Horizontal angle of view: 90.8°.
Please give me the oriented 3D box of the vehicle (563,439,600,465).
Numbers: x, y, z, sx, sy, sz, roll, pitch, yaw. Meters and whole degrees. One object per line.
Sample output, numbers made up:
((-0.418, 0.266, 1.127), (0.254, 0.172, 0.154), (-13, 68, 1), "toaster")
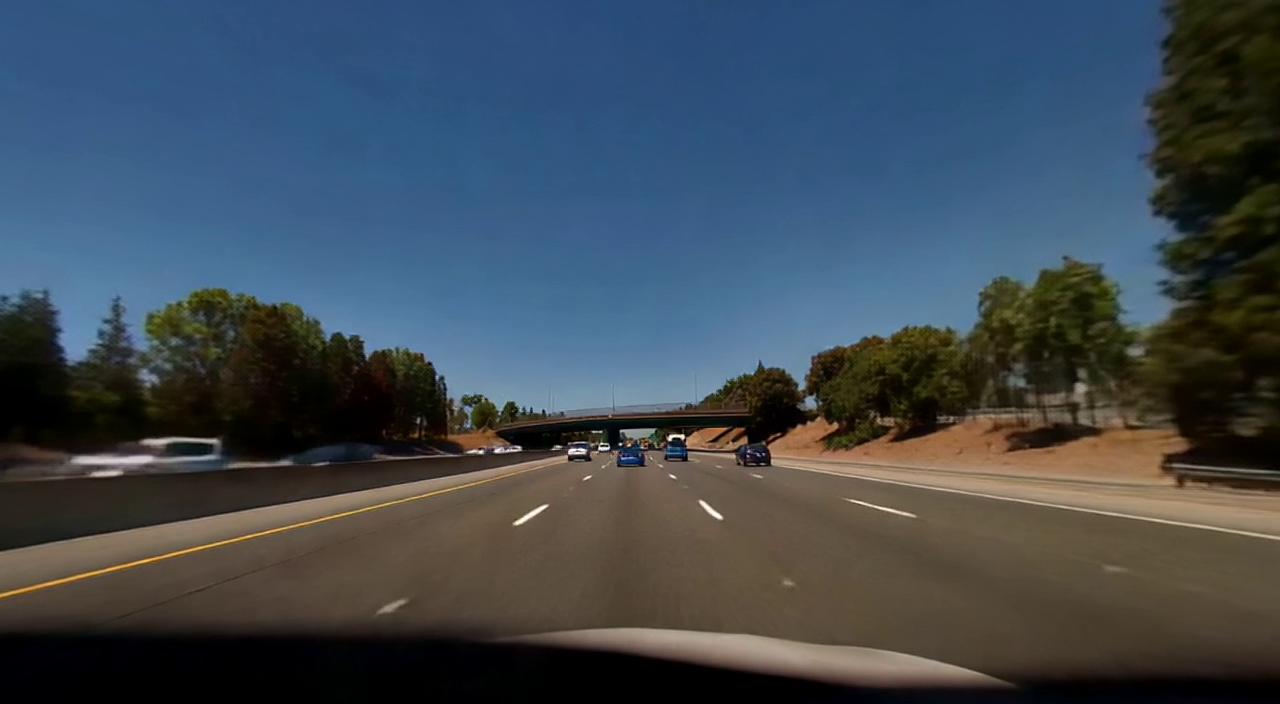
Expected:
((-4.079, 7.065, 44.823), (2.113, 1.756, 4.471), (0, -9, 1), "vehicle")

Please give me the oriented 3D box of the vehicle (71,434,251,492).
((-17.910, 4.180, 24.194), (2.239, 1.920, 5.939), (0, -9, 0), "vehicle")

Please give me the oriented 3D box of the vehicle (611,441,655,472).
((-0.345, 5.329, 32.398), (2.075, 1.486, 4.007), (0, -9, 0), "vehicle")

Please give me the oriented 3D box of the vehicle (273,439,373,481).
((-13.737, 4.686, 27.707), (2.033, 1.659, 4.459), (0, -9, 0), "vehicle")

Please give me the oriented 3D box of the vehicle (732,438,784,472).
((6.061, 5.337, 32.916), (1.936, 1.625, 3.991), (0, -9, -1), "vehicle")
